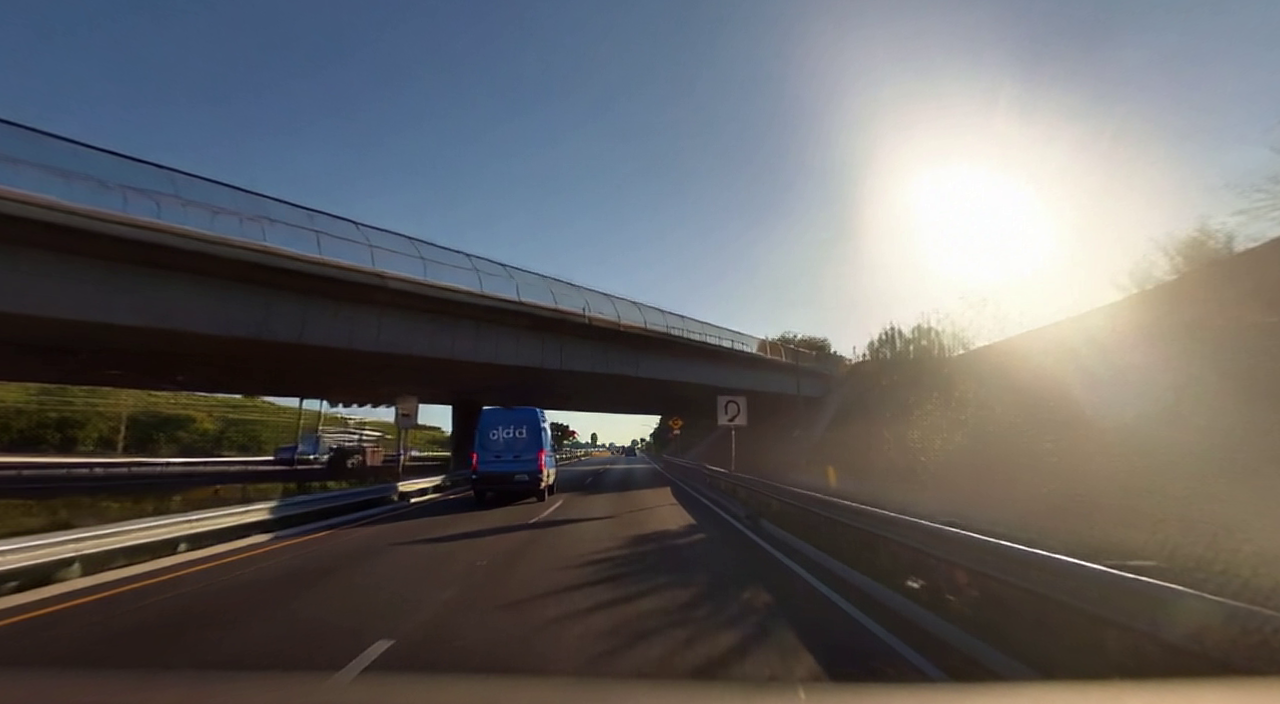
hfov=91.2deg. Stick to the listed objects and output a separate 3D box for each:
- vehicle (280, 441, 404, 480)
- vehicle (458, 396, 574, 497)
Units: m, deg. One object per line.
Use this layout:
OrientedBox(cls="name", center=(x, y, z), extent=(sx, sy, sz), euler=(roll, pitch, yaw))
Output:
OrientedBox(cls="vehicle", center=(-12.543, 4.594, 26.721), extent=(4.396, 1.557, 1.952), euler=(2, -9, -15))
OrientedBox(cls="vehicle", center=(-3.623, 3.027, 20.100), extent=(2.463, 2.640, 7.034), euler=(0, -9, -2))
